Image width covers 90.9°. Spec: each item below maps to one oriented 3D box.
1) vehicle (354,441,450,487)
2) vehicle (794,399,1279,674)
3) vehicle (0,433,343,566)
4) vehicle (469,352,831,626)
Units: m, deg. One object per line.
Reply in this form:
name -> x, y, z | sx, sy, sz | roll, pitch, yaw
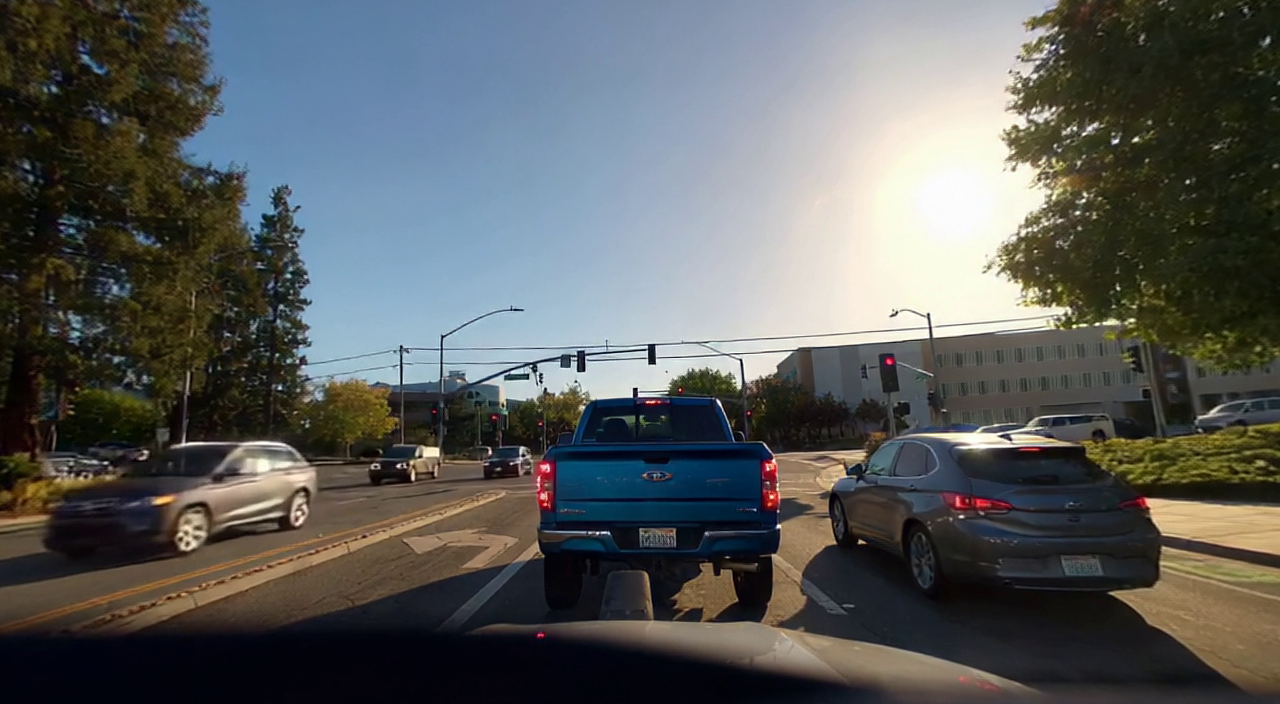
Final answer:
vehicle -> -9.243, 4.363, 24.920 | 1.920, 1.563, 4.643 | -2, -8, 1
vehicle -> 3.330, 1.506, 6.490 | 2.155, 1.667, 5.162 | 0, -8, 0
vehicle -> -6.622, 2.023, 9.541 | 1.905, 1.494, 4.666 | 0, -8, 1
vehicle -> 0.091, 1.394, 7.416 | 2.636, 2.011, 5.425 | 0, -8, 1
